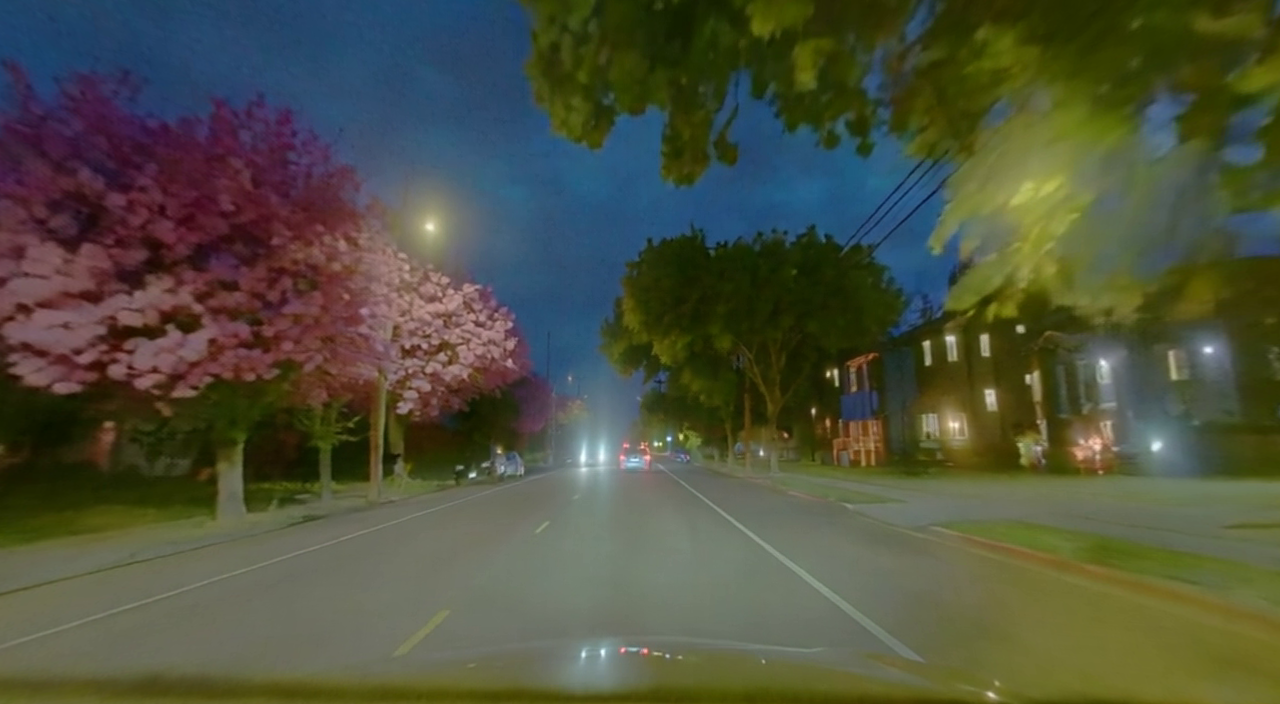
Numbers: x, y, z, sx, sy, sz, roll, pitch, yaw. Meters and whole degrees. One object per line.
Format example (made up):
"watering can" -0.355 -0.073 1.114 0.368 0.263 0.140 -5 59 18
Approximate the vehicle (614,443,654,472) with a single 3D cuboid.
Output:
"vehicle" -0.354 5.784 34.764 2.104 1.500 3.815 0 -8 -1

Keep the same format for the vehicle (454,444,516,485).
"vehicle" -7.718 5.671 31.764 2.022 1.795 4.337 -3 -10 0
